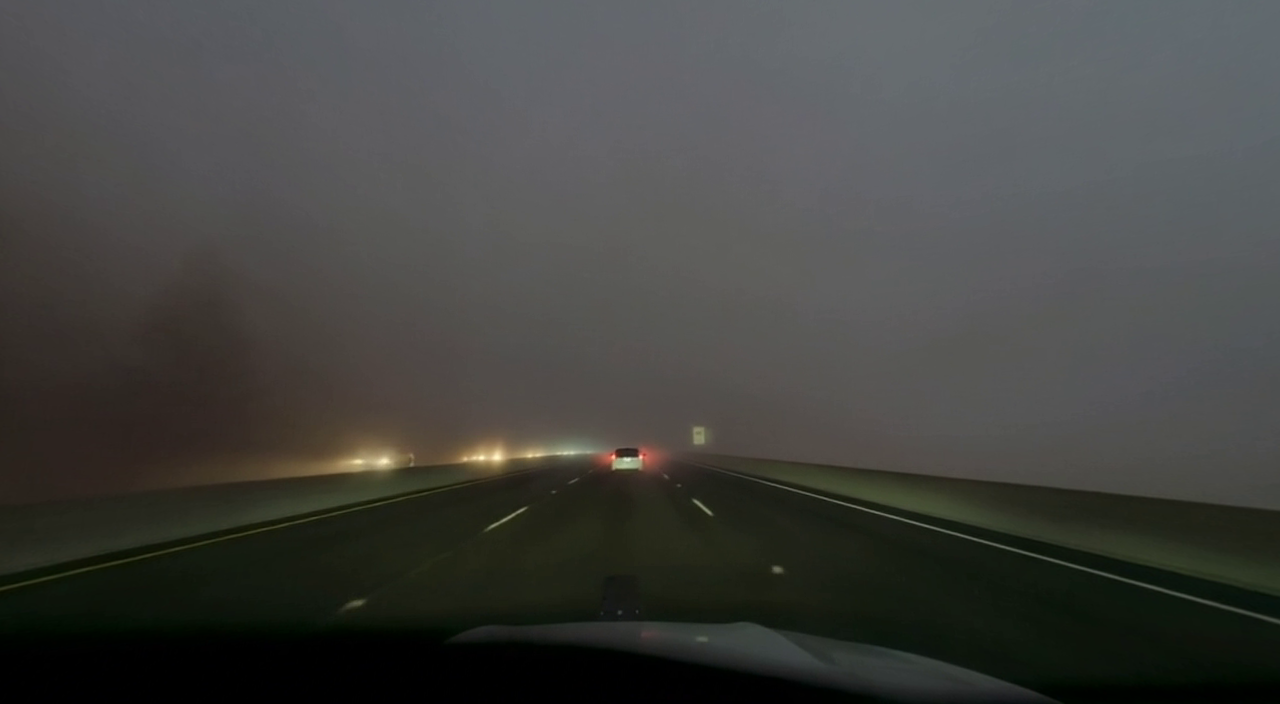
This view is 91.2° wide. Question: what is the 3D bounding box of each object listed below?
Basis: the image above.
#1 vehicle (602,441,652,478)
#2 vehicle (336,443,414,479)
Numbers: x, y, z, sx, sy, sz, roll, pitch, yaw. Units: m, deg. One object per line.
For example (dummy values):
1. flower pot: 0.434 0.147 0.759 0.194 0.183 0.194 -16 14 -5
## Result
1. vehicle: -0.576 4.896 28.659 2.095 1.537 4.017 0 -9 -1
2. vehicle: -13.473 5.549 32.200 2.040 1.709 4.607 0 -9 0
